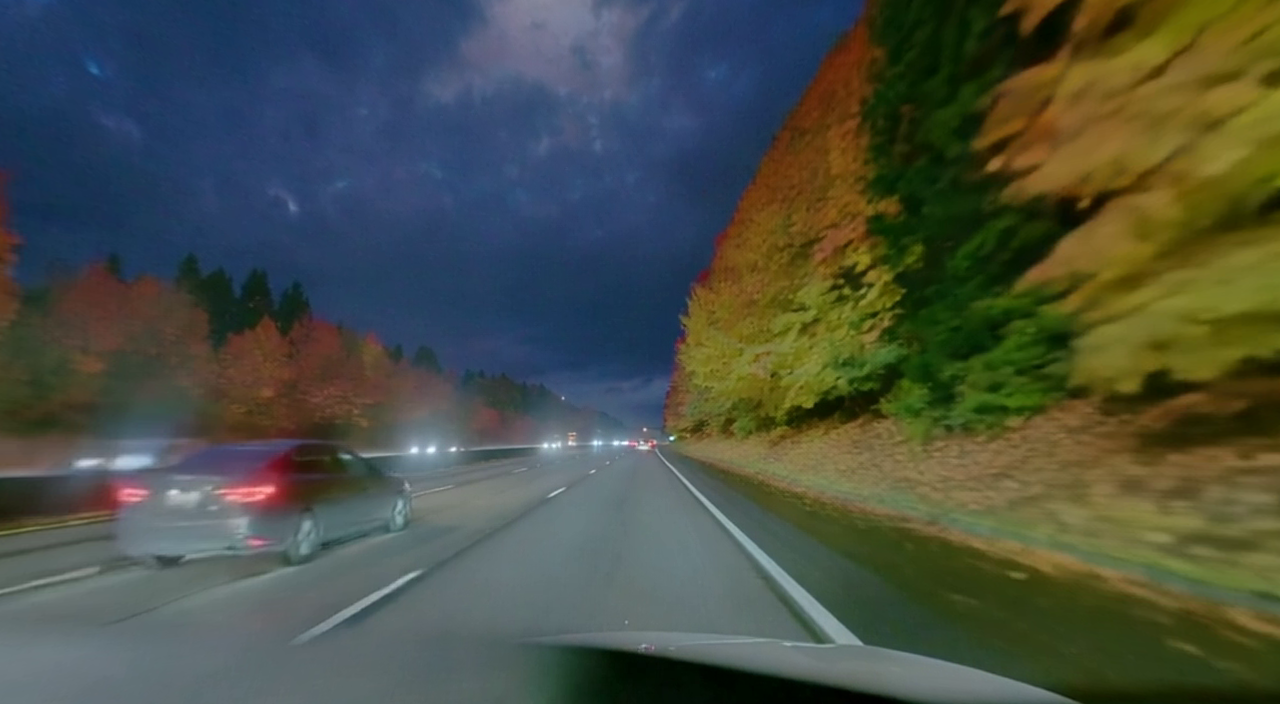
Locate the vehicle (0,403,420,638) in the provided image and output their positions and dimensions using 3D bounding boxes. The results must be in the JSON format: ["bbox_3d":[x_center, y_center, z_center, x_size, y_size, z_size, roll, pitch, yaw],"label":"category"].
[{"bbox_3d":[-4.281,1.513,6.755,2.123,1.643,4.479,0,-8,1],"label":"vehicle"}]
